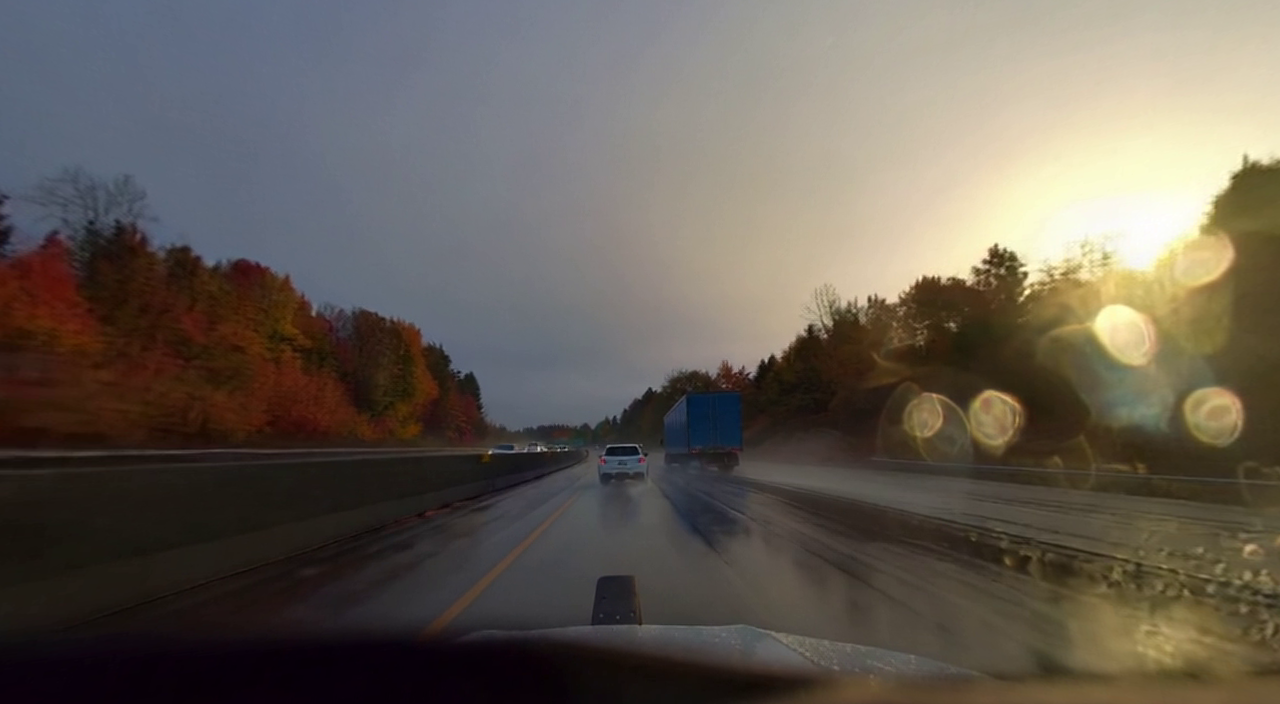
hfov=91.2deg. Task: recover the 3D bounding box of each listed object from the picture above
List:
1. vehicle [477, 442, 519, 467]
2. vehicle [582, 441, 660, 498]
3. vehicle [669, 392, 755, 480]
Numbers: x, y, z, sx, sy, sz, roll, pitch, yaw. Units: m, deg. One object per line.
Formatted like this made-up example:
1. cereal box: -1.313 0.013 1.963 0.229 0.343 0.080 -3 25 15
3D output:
1. vehicle: -9.611 6.983 42.802 1.920 1.541 4.248 0 -9 -1
2. vehicle: -0.557 3.488 18.969 2.099 1.506 4.097 0 -9 -1
3. vehicle: 3.612 4.963 35.795 2.900 4.013 14.455 0 -9 -1
